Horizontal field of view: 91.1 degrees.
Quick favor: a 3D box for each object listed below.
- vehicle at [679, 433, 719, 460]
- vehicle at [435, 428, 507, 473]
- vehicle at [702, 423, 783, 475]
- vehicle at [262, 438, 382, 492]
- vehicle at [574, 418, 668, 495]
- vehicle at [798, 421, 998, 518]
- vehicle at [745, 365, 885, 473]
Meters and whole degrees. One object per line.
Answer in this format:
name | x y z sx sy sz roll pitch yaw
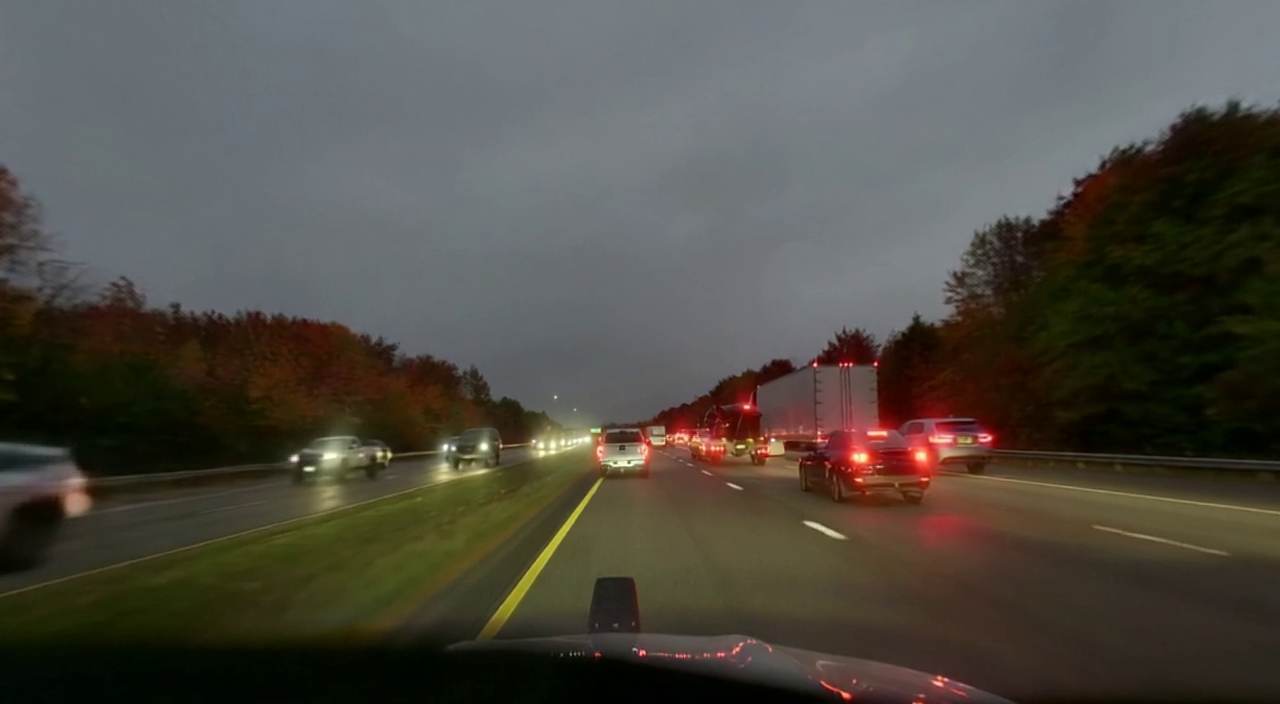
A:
vehicle | 3.430 5.571 37.246 1.865 1.471 3.916 0 -8 -2
vehicle | -8.356 4.900 31.665 2.243 2.051 5.305 0 -8 -1
vehicle | 3.603 3.474 22.814 2.147 1.707 3.963 0 -8 -2
vehicle | -11.380 4.003 22.901 1.990 1.751 4.566 0 -8 0
vehicle | -0.486 2.648 16.352 2.087 1.709 4.455 0 -8 -2
vehicle | 4.598 2.131 12.027 2.040 1.523 4.068 0 -8 -1
vehicle | 7.771 3.411 30.731 2.867 4.066 13.802 0 -7 0
